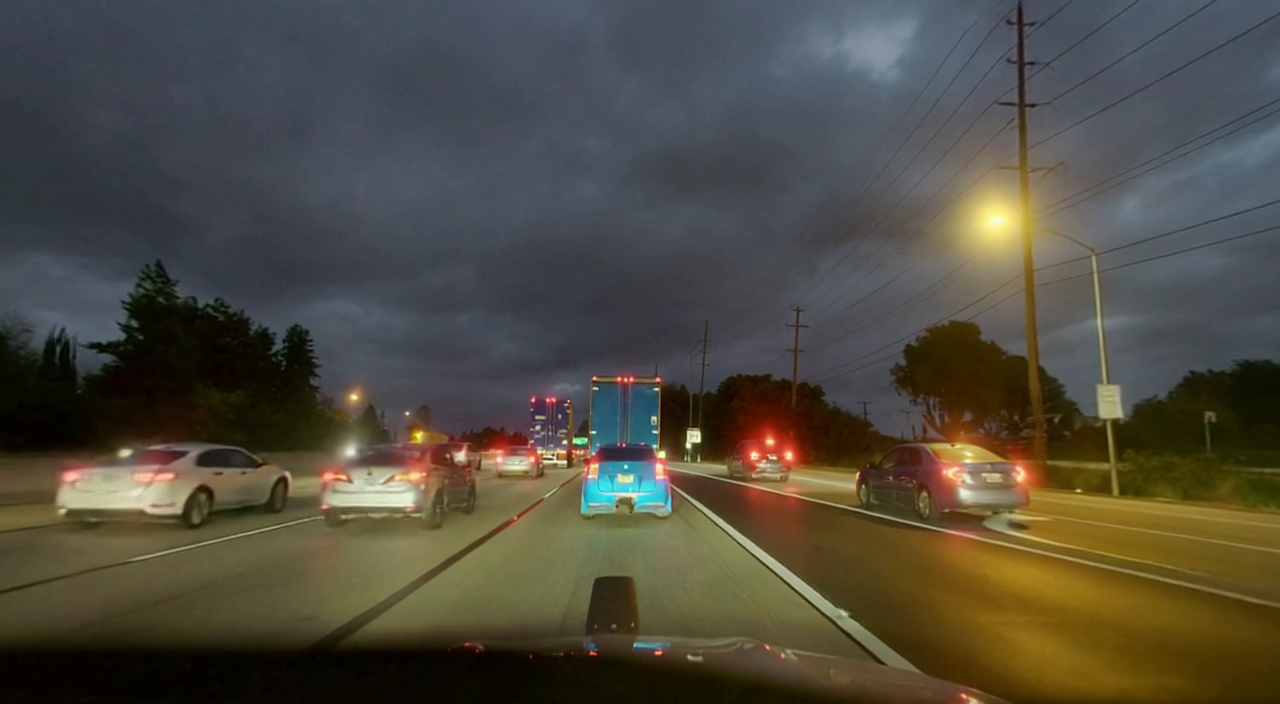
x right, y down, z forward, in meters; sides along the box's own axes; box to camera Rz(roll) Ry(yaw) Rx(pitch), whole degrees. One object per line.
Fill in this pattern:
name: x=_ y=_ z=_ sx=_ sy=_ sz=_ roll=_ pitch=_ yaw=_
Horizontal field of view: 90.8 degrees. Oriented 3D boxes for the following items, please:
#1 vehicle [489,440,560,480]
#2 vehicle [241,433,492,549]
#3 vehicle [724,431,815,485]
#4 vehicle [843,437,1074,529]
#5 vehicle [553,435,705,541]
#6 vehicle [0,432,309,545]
vehicle: x=-4.511 y=4.313 z=25.496 sx=2.090 sy=1.463 sz=4.968 roll=0 pitch=-9 yaw=-2
vehicle: x=-4.066 y=2.155 z=10.628 sx=1.960 sy=1.450 sz=5.246 roll=0 pitch=-9 yaw=-1
vehicle: x=4.403 y=3.686 z=22.175 sx=2.023 sy=1.676 sz=4.002 roll=1 pitch=-9 yaw=-6
vehicle: x=5.660 y=2.358 z=11.967 sx=1.878 sy=1.406 sz=4.164 roll=1 pitch=-9 yaw=-6
vehicle: x=-0.270 y=2.204 z=10.871 sx=2.112 sy=1.463 sz=4.012 roll=0 pitch=-9 yaw=-4
vehicle: x=-7.927 y=2.185 z=10.867 sx=1.988 sy=1.472 sz=4.852 roll=0 pitch=-9 yaw=-2
